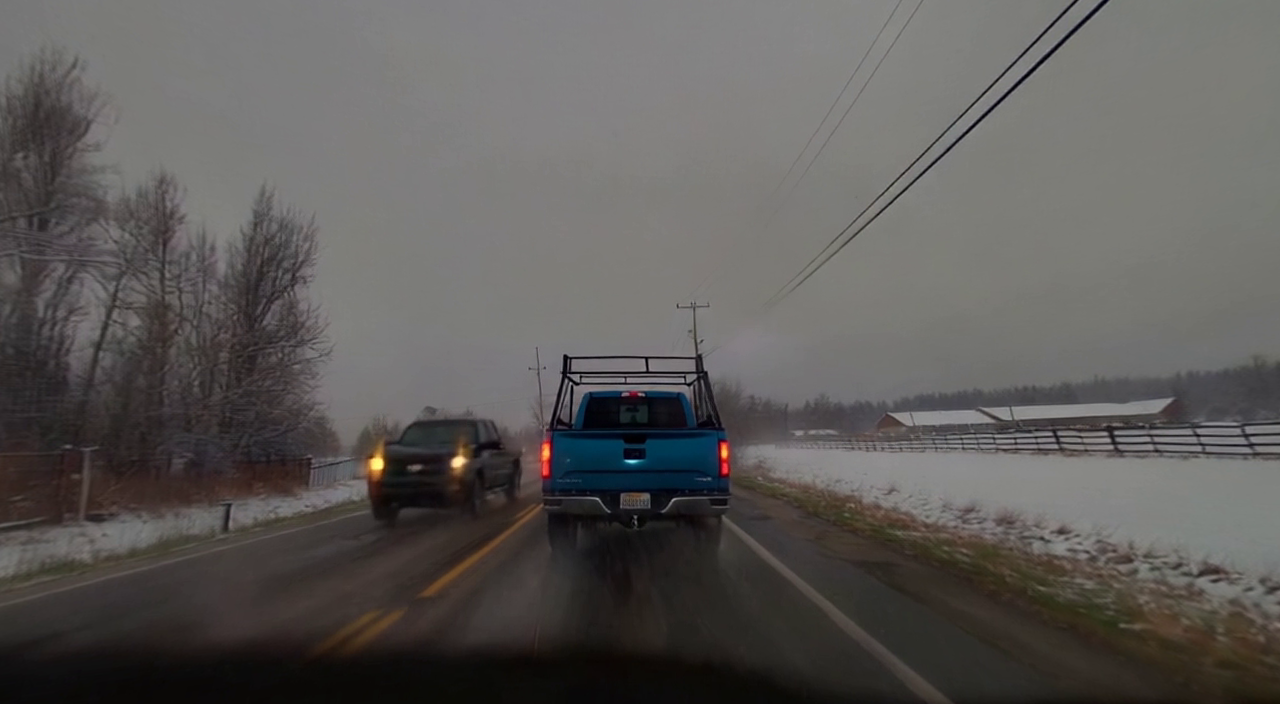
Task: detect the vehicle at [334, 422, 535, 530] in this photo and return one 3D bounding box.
[{"bbox_3d":[-3.836,2.455,13.236,2.343,1.727,5.684,0,-8,0],"label":"vehicle"}]

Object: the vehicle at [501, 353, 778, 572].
[{"bbox_3d":[-0.084,1.694,10.409,2.912,2.320,7.292,0,-8,-1],"label":"vehicle"}]
